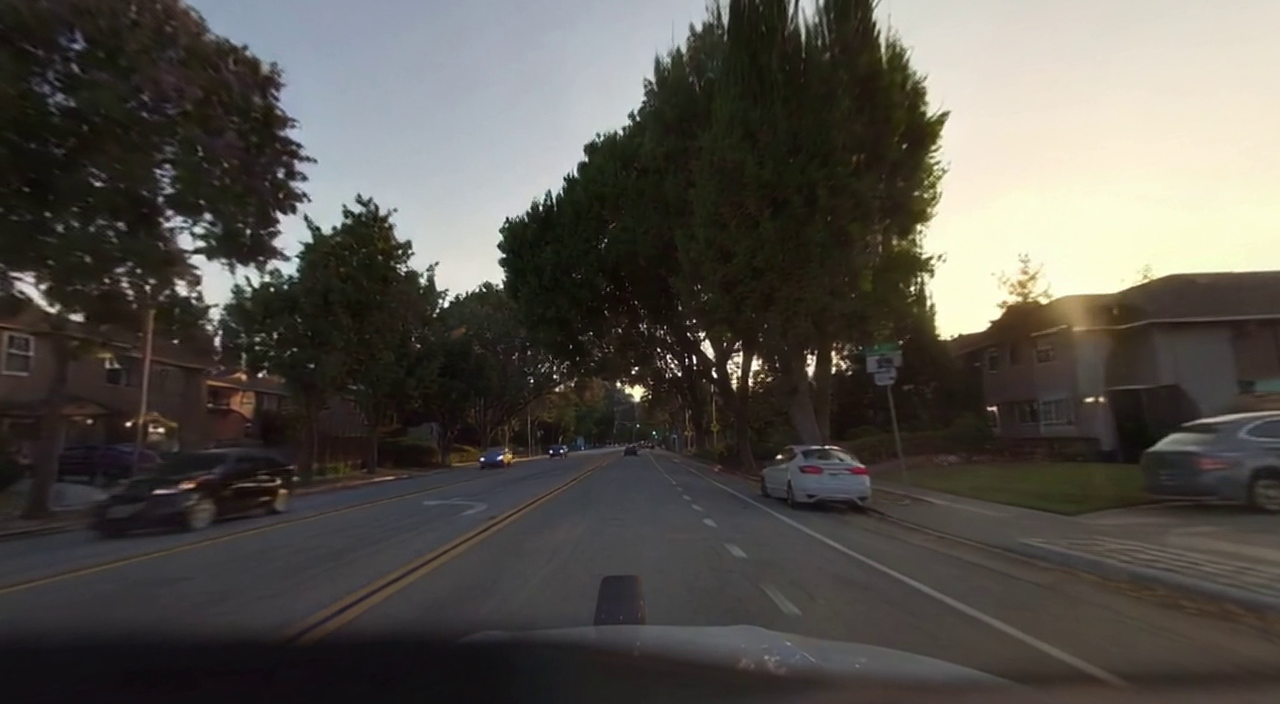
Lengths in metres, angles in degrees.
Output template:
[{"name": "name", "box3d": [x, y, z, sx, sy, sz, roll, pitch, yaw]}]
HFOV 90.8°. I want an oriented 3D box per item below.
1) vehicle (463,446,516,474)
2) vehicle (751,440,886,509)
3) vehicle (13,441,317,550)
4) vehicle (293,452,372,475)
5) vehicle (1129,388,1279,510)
[{"name": "vehicle", "box3d": [-8.637, 6.218, 36.650, 1.920, 1.516, 4.311, 0, -8, 1]}, {"name": "vehicle", "box3d": [4.234, 2.960, 15.885, 2.011, 1.458, 4.633, 0, -8, 0]}, {"name": "vehicle", "box3d": [-8.242, 2.476, 11.728, 2.005, 1.589, 4.648, 0, -8, 0]}, {"name": "vehicle", "box3d": [-21.338, 7.747, 43.978, 4.551, 1.473, 1.855, 0, -8, -3]}, {"name": "vehicle", "box3d": [10.874, 1.507, 10.025, 4.615, 1.705, 1.979, 0, -8, -4]}]
